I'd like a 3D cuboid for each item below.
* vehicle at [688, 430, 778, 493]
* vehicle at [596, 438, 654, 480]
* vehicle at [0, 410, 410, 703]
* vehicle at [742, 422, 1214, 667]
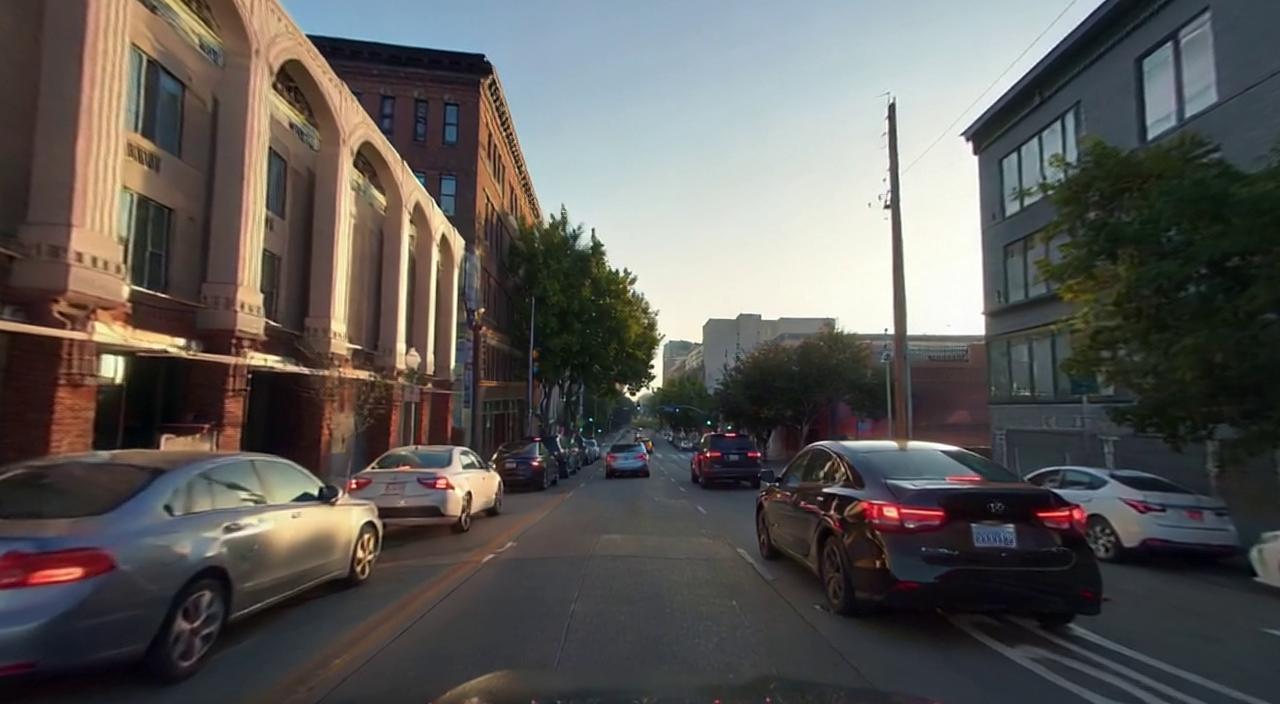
[{"bbox_3d":[2.714,3.333,19.542,2.002,1.707,4.547,0,-8,-1],"label":"vehicle"},{"bbox_3d":[-0.527,4.044,23.995,2.007,1.460,3.923,0,-8,0],"label":"vehicle"},{"bbox_3d":[-3.525,1.314,4.706,1.955,1.504,4.618,0,-8,-2],"label":"vehicle"},{"bbox_3d":[2.479,1.531,6.256,2.080,1.495,4.591,0,-8,-1],"label":"vehicle"}]
